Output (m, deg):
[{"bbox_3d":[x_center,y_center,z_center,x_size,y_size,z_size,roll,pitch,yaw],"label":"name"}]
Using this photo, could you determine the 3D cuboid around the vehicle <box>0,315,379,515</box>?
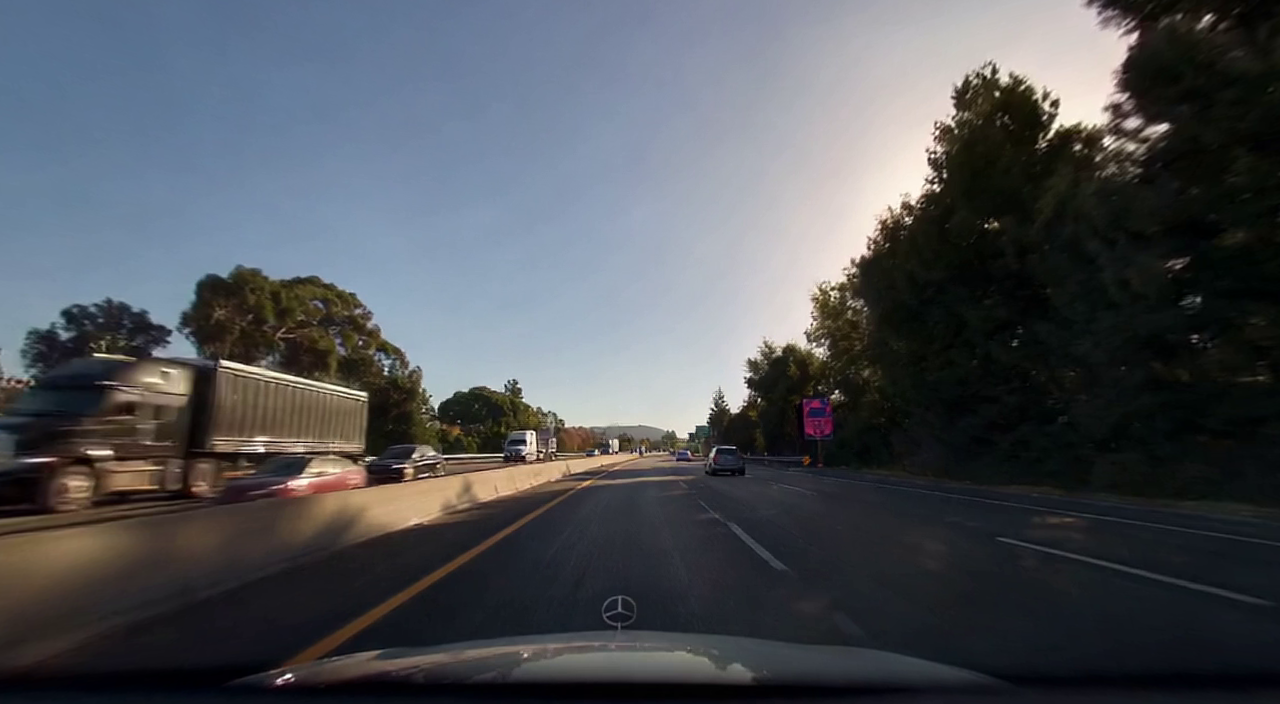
[{"bbox_3d":[-14.078,2.553,21.157,3.257,4.097,16.693,0,-9,0],"label":"vehicle"}]

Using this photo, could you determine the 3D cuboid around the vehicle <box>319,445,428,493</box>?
[{"bbox_3d":[-9.397,4.135,22.569,1.920,1.532,4.578,0,-9,0],"label":"vehicle"}]

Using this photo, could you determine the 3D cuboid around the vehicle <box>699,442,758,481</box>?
[{"bbox_3d":[4.125,5.195,29.965,2.089,1.660,4.729,0,-9,-1],"label":"vehicle"}]
